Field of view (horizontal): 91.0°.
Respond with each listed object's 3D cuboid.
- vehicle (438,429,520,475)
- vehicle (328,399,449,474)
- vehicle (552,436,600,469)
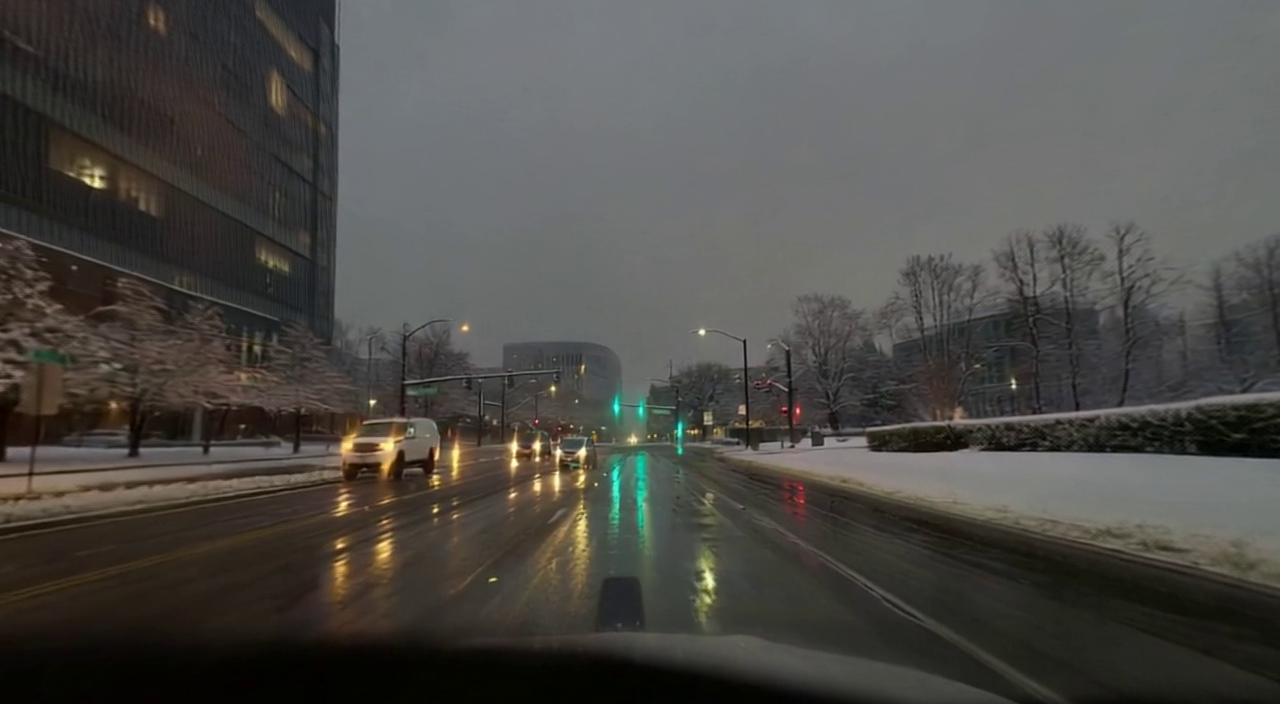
[{"bbox_3d":[-6.976,4.393,27.855,2.204,1.844,4.766,0,-9,2],"label":"vehicle"},{"bbox_3d":[-12.508,4.396,32.228,2.887,3.366,7.454,0,-9,1],"label":"vehicle"},{"bbox_3d":[-3.522,5.682,35.623,2.181,1.706,4.334,0,-9,1],"label":"vehicle"}]
